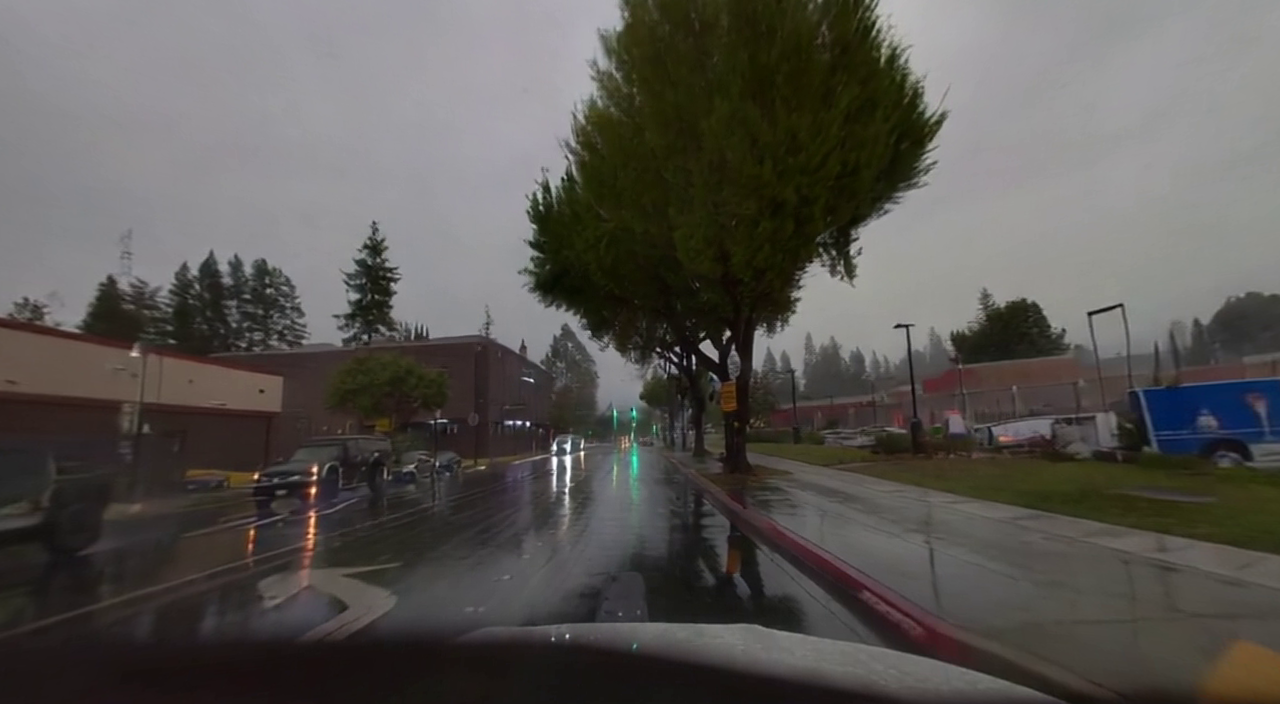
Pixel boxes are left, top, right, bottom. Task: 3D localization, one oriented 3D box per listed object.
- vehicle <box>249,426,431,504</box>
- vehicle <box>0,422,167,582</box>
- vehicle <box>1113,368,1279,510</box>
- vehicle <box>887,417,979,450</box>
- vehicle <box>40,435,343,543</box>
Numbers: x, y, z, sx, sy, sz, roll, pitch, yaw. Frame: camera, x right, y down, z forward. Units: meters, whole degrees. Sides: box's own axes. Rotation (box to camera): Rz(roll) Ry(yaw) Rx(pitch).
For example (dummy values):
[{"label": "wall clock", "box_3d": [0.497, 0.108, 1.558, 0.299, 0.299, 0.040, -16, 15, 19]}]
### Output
[{"label": "vehicle", "box_3d": [-9.269, 3.456, 19.737, 4.607, 2.118, 2.095, 8, -12, -44]}, {"label": "vehicle", "box_3d": [-9.314, 1.969, 8.477, 4.530, 2.013, 2.035, 6, -11, -37]}, {"label": "vehicle", "box_3d": [11.082, 1.093, 9.946, 5.453, 1.794, 2.011, -7, -6, -1]}, {"label": "vehicle", "box_3d": [17.543, 4.898, 37.893, 4.625, 1.729, 2.048, -4, -5, 16]}, {"label": "vehicle", "box_3d": [-8.789, 2.662, 12.701, 4.585, 1.758, 2.050, 7, -15, -40]}]
